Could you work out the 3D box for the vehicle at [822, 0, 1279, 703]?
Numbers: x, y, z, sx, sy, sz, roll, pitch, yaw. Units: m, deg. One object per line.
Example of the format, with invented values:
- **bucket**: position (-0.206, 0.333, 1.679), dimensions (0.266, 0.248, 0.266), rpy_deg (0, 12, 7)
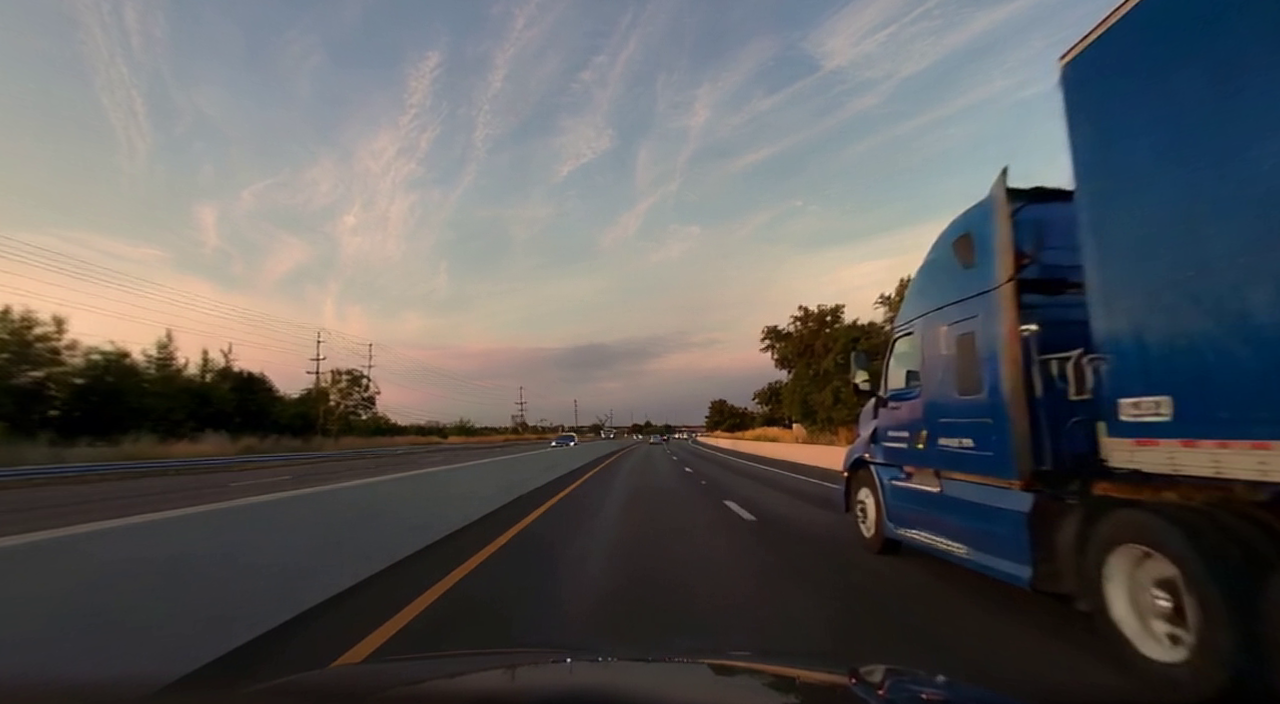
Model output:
- **vehicle**: position (4.040, 0.116, 5.390), dimensions (2.979, 4.151, 6.405), rpy_deg (0, -8, 0)
